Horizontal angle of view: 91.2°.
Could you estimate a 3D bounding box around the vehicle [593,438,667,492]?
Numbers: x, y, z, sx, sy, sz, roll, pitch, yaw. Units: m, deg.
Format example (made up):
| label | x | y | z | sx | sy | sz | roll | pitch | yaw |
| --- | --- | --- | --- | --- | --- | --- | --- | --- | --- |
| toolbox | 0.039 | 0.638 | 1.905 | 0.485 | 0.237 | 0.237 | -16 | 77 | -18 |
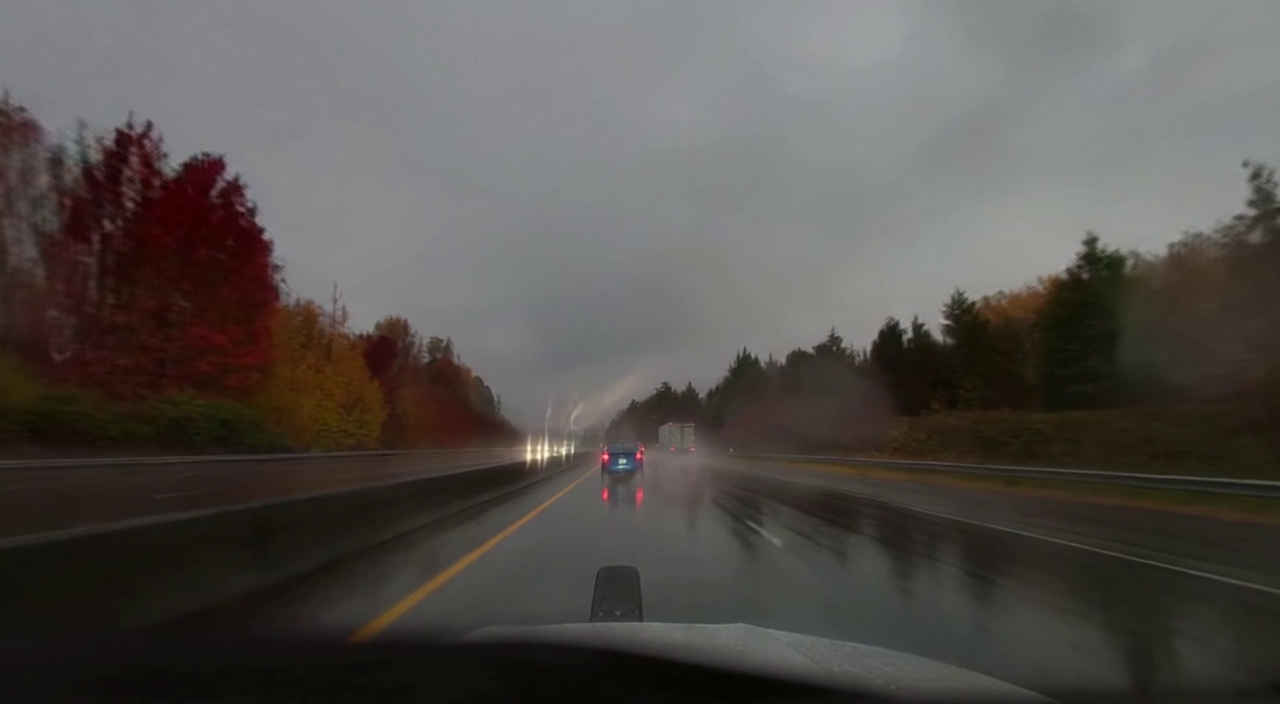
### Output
| label | x | y | z | sx | sy | sz | roll | pitch | yaw |
| --- | --- | --- | --- | --- | --- | --- | --- | --- | --- |
| vehicle | -0.341 | 3.538 | 19.980 | 2.099 | 1.506 | 4.097 | 0 | -9 | -1 |
